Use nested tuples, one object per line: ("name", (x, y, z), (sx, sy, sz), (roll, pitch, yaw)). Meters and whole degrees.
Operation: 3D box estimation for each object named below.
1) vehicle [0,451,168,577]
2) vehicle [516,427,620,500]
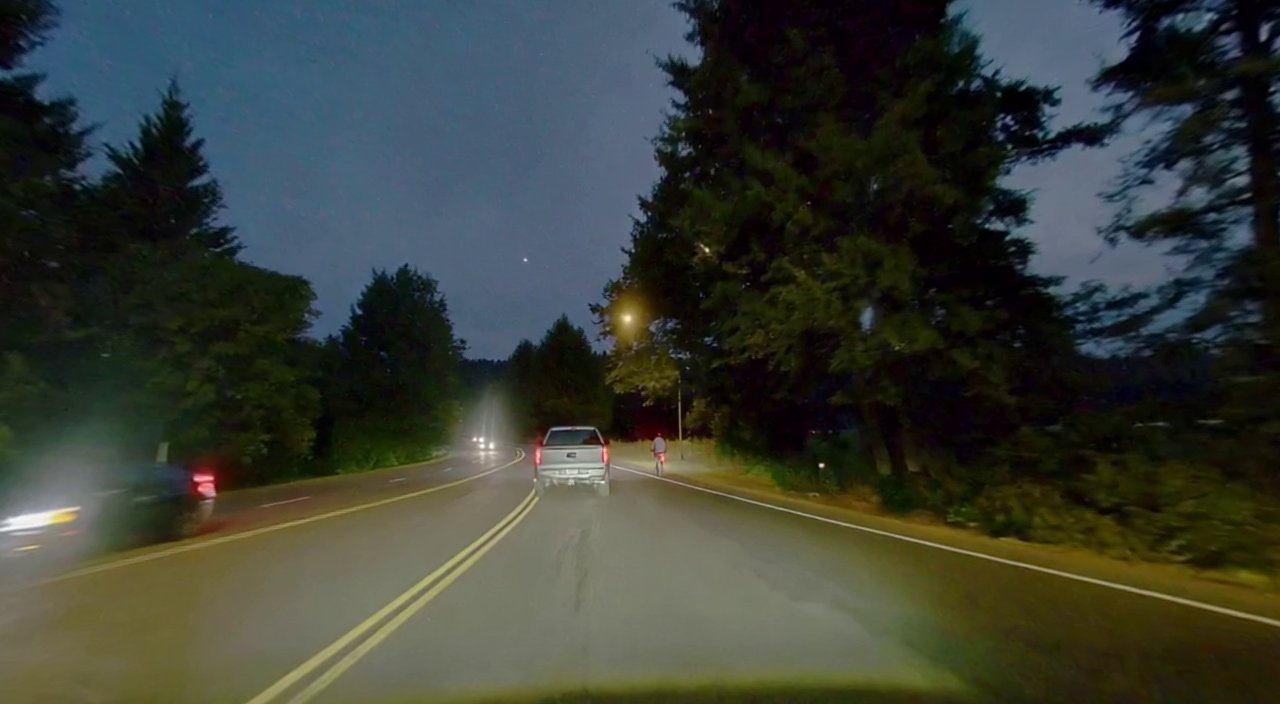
("vehicle", (-8.738, 2.010, 7.859), (2.106, 1.475, 4.723), (-1, -8, -1))
("vehicle", (-2.060, 3.221, 18.688), (2.631, 1.798, 5.331), (0, -8, -5))
